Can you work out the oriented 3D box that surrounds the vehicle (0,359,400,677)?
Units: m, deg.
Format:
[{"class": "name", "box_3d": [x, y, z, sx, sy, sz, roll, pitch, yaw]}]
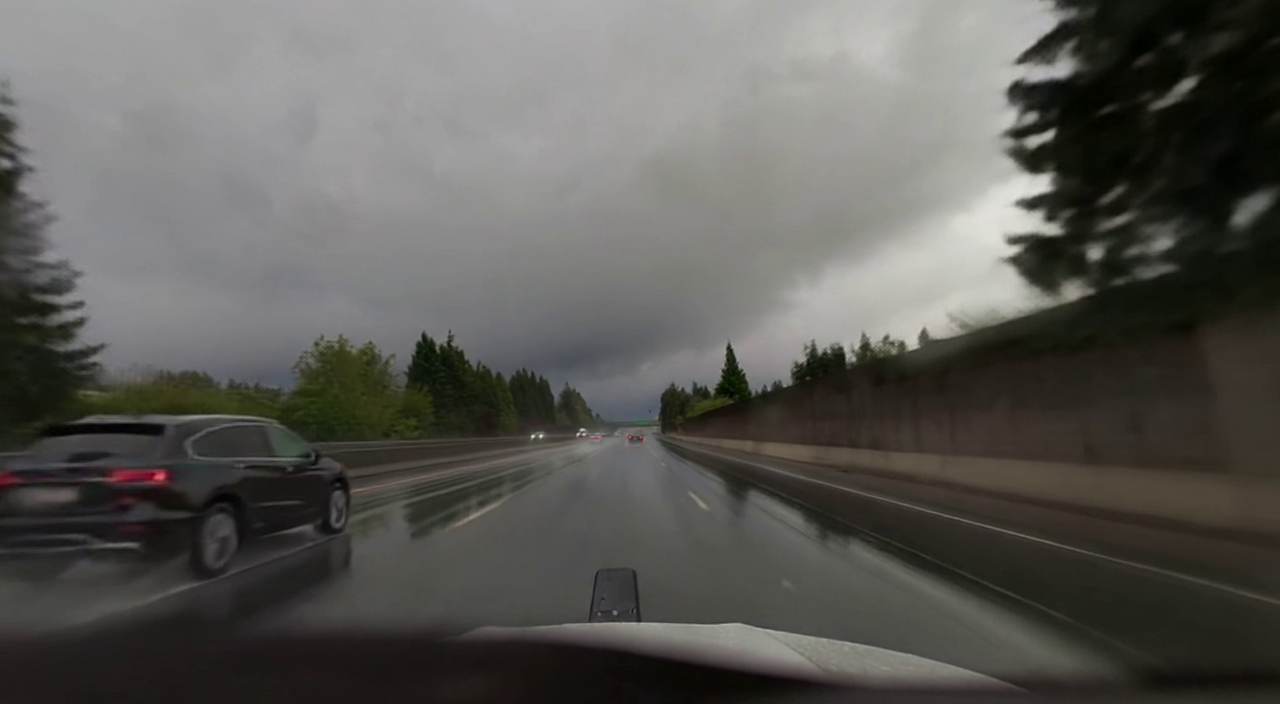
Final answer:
[{"class": "vehicle", "box_3d": [-4.258, 1.202, 5.794, 2.306, 1.730, 4.606, 0, -7, 0]}]
